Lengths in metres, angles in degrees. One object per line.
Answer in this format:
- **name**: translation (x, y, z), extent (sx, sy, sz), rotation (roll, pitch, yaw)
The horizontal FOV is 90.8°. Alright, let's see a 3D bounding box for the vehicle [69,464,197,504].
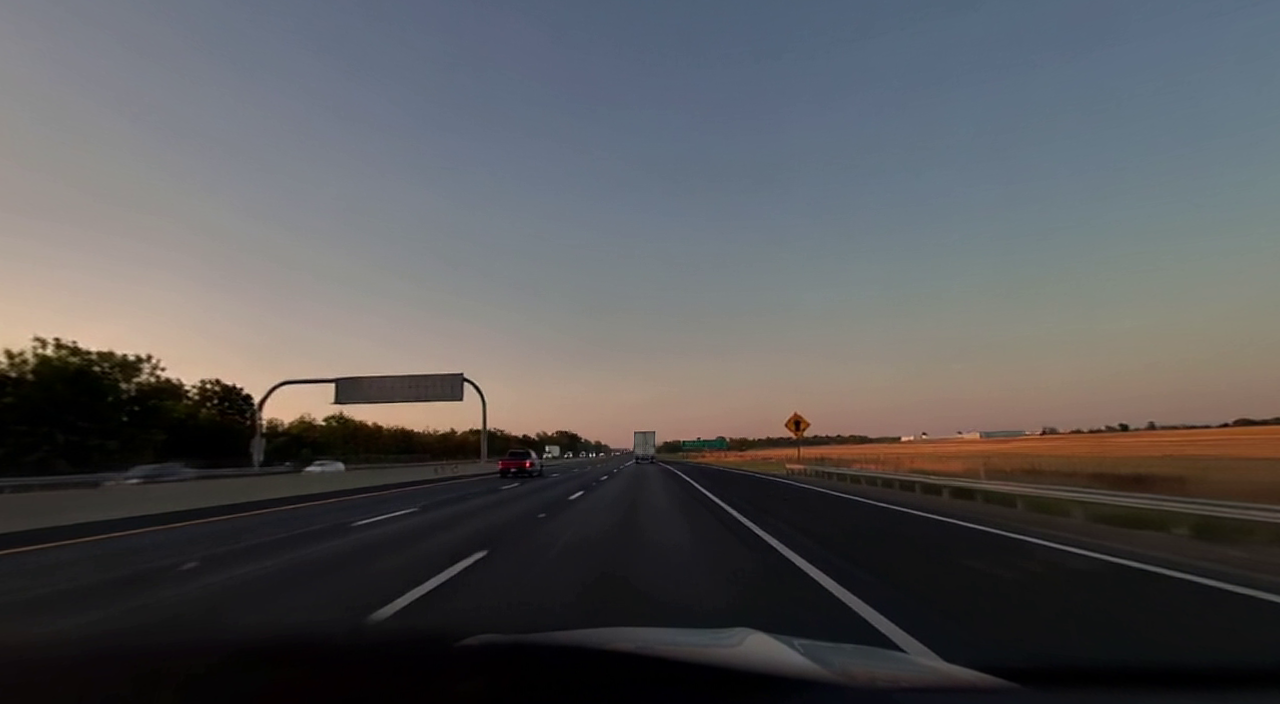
- **vehicle**: translation (-21.922, 5.683, 27.555), extent (1.795, 1.484, 4.539), rotation (0, -9, 0)

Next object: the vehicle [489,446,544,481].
- **vehicle**: translation (-6.947, 6.295, 35.935), extent (2.052, 1.817, 4.744), rotation (0, -9, 1)
